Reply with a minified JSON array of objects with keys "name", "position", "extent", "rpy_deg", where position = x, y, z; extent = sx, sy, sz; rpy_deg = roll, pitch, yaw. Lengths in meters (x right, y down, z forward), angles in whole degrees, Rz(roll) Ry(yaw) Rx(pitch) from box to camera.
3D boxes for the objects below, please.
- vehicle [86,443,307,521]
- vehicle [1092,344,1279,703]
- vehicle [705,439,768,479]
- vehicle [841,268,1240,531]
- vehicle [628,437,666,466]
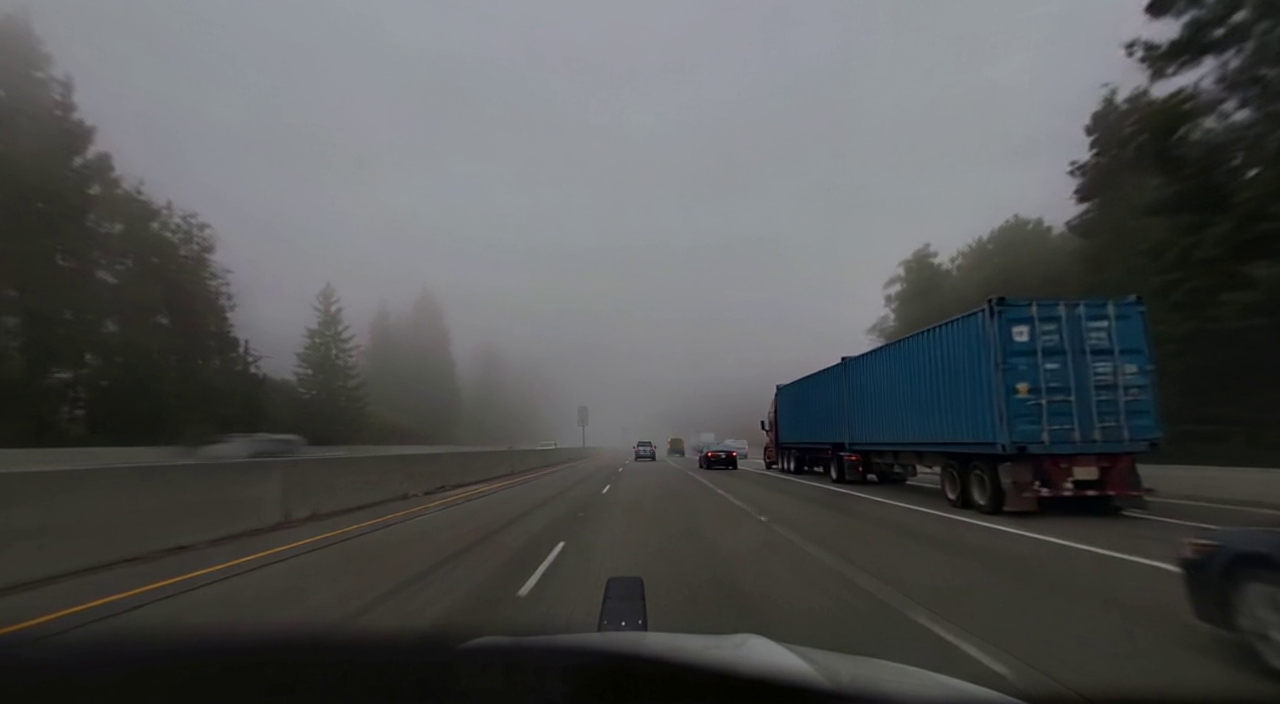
[{"name":"vehicle","position":[-10.300,2.987,15.142],"extent":[1.986,1.581,4.469],"rpy_deg":[0,-8,1]},{"name":"vehicle","position":[3.774,0.671,1.712],"extent":[1.972,1.693,4.139],"rpy_deg":[0,-8,0]},{"name":"vehicle","position":[3.924,4.413,26.291],"extent":[1.888,1.501,4.608],"rpy_deg":[0,-8,0]},{"name":"vehicle","position":[7.466,1.331,14.148],"extent":[2.784,4.002,9.298],"rpy_deg":[0,-8,0]},{"name":"vehicle","position":[0.475,6.449,40.885],"extent":[2.313,1.736,4.215],"rpy_deg":[0,-8,1]}]
